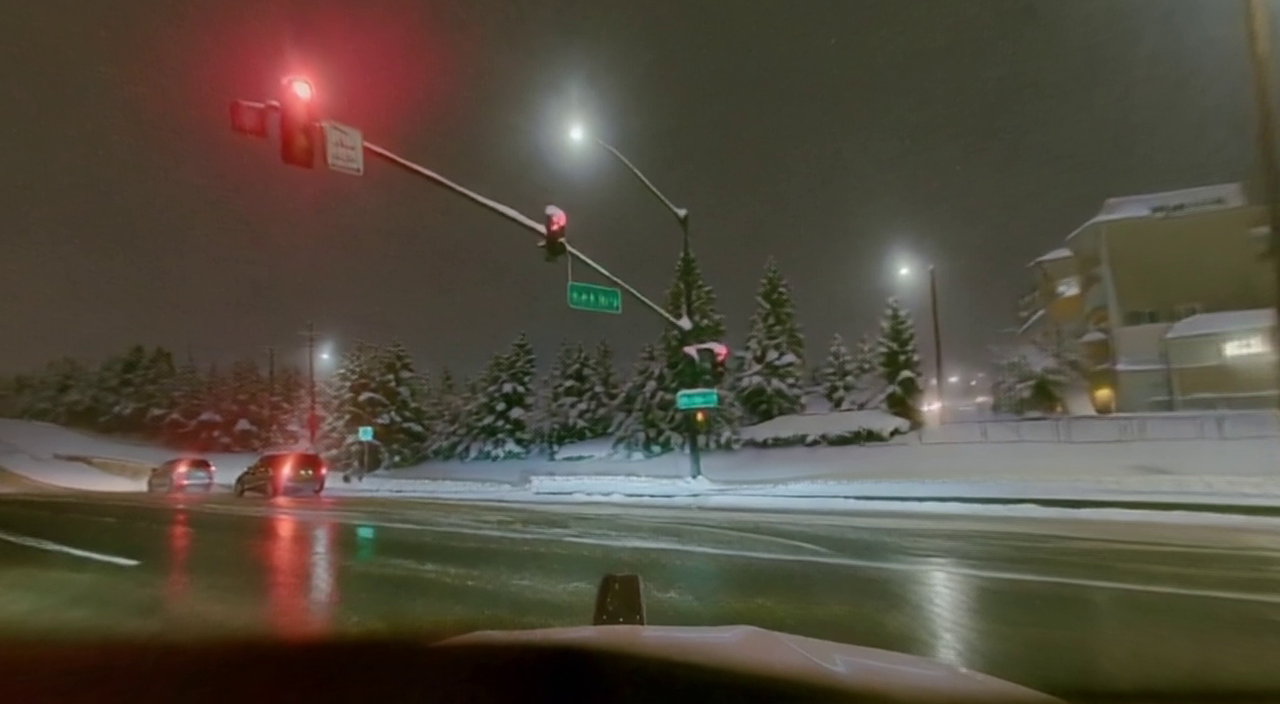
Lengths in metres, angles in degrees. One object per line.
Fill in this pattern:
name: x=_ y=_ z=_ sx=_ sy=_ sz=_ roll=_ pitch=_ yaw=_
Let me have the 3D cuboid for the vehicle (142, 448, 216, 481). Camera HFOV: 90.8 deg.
vehicle: x=-24.743 y=5.976 z=33.885 sx=3.852 sy=1.605 sz=2.007 roll=-6 pitch=-9 yaw=35

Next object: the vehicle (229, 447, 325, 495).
vehicle: x=-13.565 y=4.358 z=23.519 sx=3.874 sy=1.516 sz=2.048 roll=-8 pitch=-10 yaw=44
